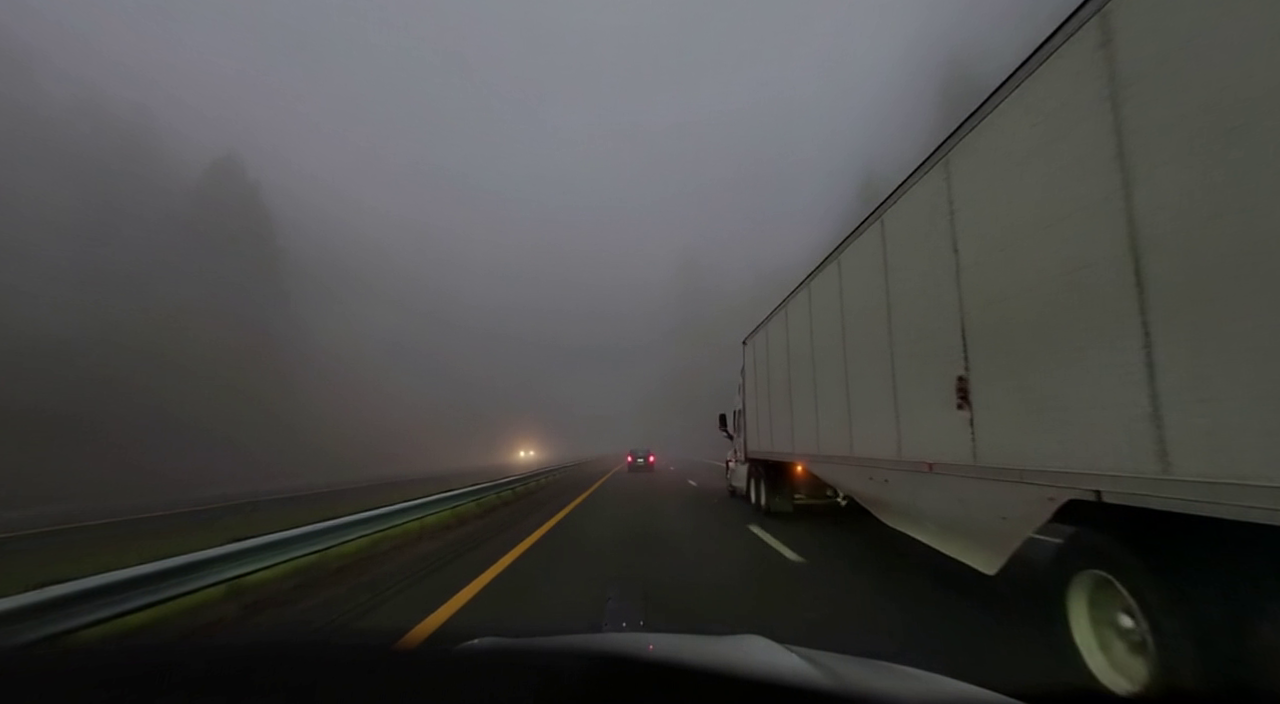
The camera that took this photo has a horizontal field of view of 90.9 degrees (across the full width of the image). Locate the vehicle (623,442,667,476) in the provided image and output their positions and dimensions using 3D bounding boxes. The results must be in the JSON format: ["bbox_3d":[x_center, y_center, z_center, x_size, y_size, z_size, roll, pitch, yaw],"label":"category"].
[{"bbox_3d":[0.254,5.155,30.726,1.968,1.515,4.025,-1,-8,1],"label":"vehicle"}]

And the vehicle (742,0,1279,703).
[{"bbox_3d":[3.815,0.303,6.553,2.929,4.158,15.921,0,-8,0],"label":"vehicle"}]
